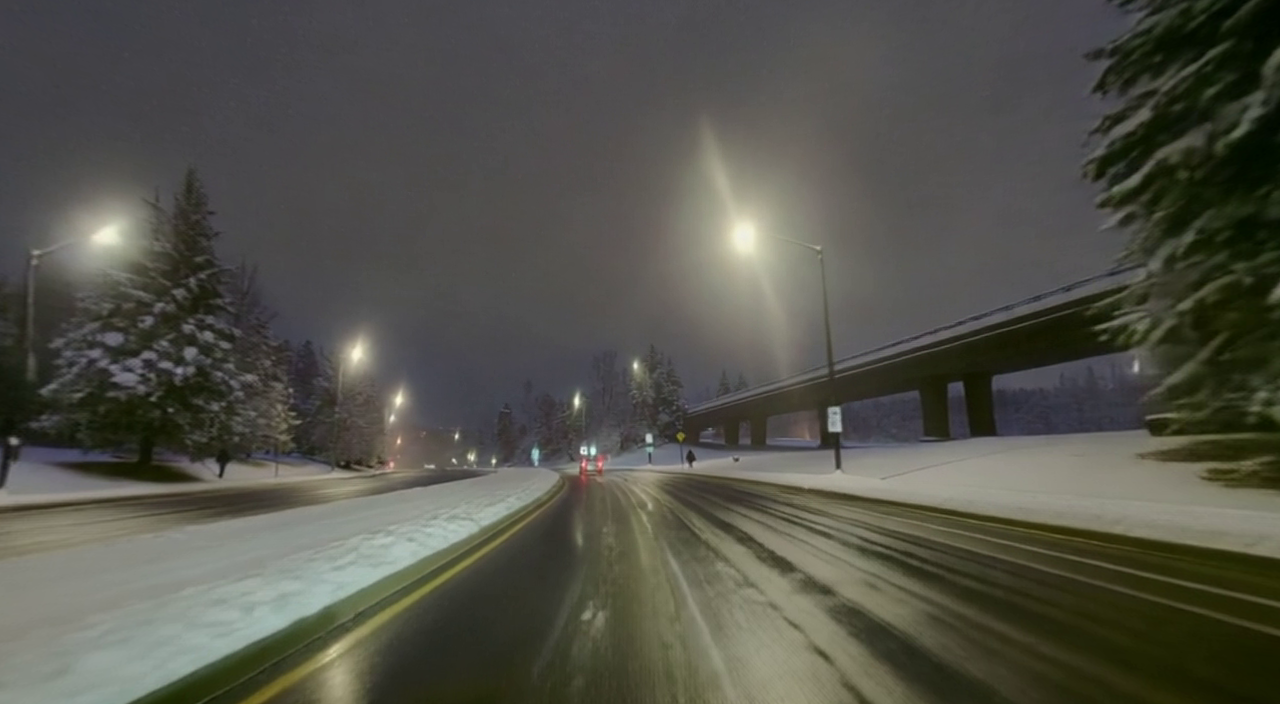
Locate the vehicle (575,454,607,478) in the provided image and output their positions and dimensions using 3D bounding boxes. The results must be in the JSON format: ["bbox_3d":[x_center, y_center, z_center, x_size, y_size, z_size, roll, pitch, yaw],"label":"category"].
[{"bbox_3d":[-3.860,8.851,49.204,2.184,1.713,4.231,1,-9,-9],"label":"vehicle"}]
